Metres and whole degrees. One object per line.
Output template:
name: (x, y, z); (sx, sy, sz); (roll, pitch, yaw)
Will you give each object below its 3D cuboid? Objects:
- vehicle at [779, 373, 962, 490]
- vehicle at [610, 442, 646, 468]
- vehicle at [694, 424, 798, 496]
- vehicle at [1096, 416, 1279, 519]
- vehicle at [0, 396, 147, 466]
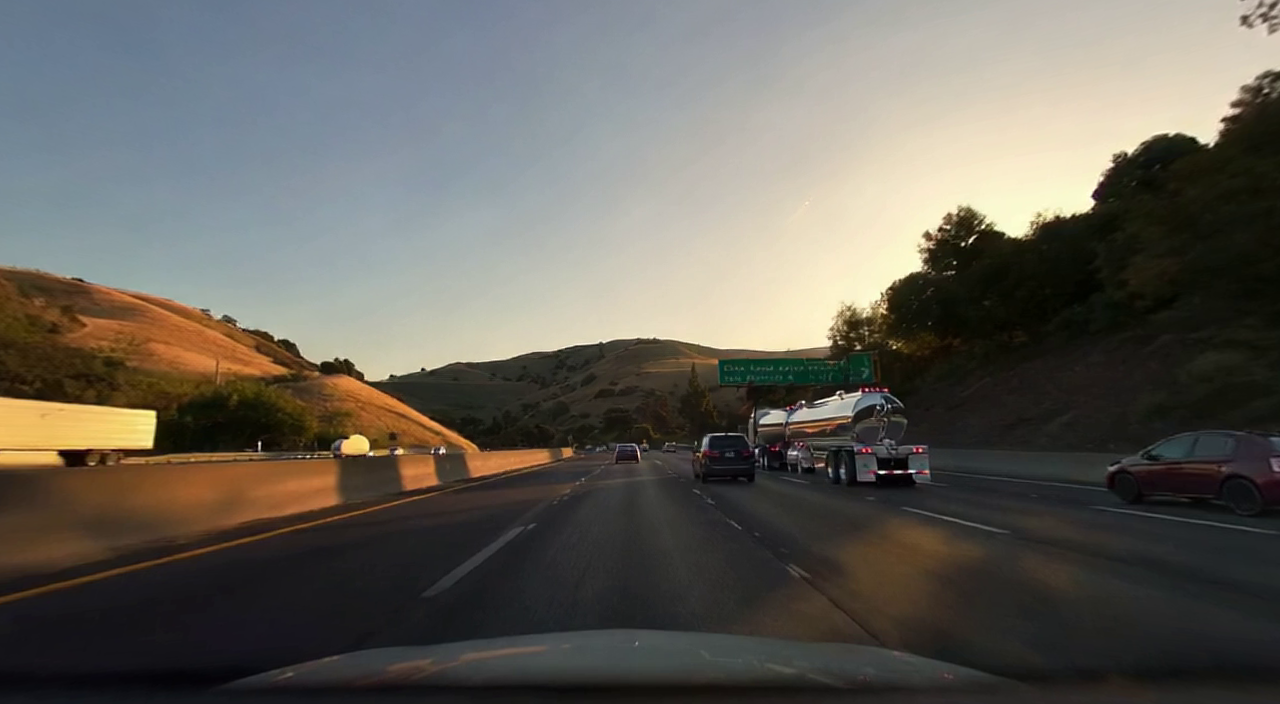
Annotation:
vehicle: (7.479, 2.933, 22.526); (2.805, 3.212, 9.978); (0, -9, 0)
vehicle: (-0.724, 6.217, 38.189); (2.083, 1.477, 3.965); (0, -9, -1)
vehicle: (2.898, 3.096, 18.433); (2.098, 1.794, 4.561); (0, -9, -2)
vehicle: (11.199, 2.073, 11.654); (2.008, 1.624, 4.667); (0, -9, -1)
vehicle: (-39.065, 5.077, 39.961); (2.874, 4.080, 16.500); (0, -9, -1)
